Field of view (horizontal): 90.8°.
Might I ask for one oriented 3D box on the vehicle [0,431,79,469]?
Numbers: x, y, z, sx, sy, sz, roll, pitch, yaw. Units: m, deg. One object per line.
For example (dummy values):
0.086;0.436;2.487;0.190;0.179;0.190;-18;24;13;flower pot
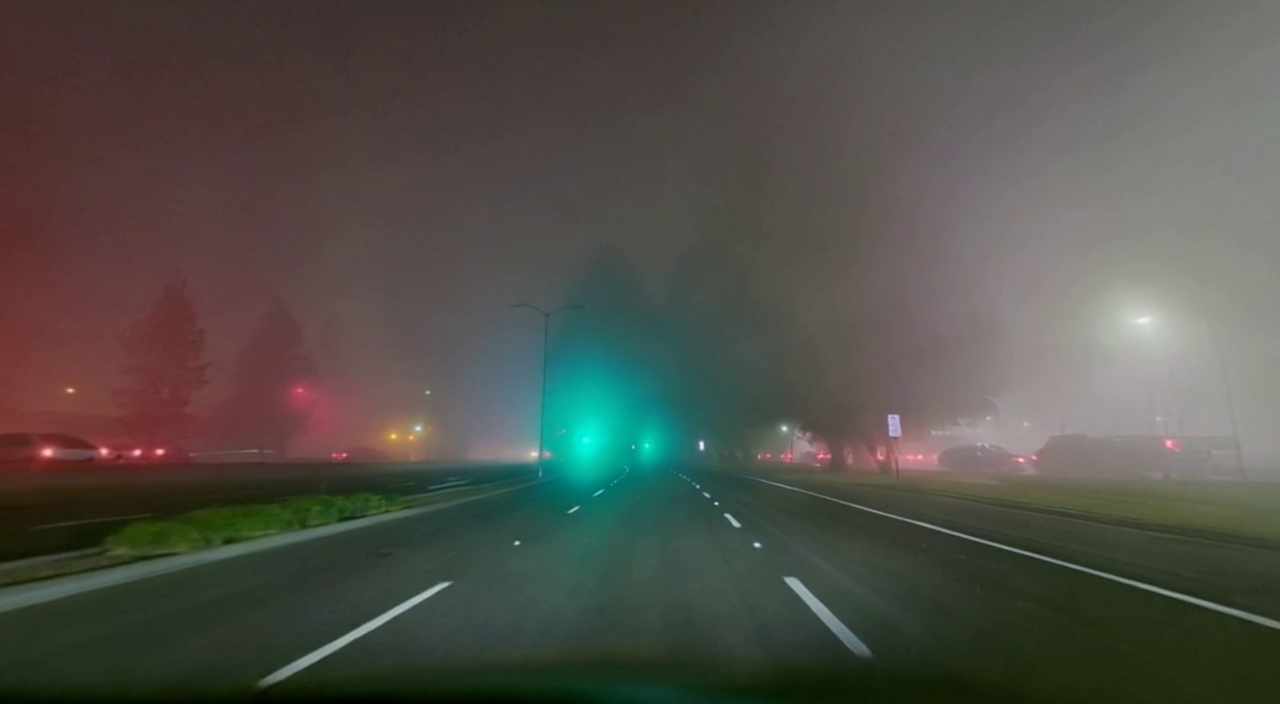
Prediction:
-33.332;5.223;33.622;4.579;1.962;2.161;2;-9;-17;vehicle
